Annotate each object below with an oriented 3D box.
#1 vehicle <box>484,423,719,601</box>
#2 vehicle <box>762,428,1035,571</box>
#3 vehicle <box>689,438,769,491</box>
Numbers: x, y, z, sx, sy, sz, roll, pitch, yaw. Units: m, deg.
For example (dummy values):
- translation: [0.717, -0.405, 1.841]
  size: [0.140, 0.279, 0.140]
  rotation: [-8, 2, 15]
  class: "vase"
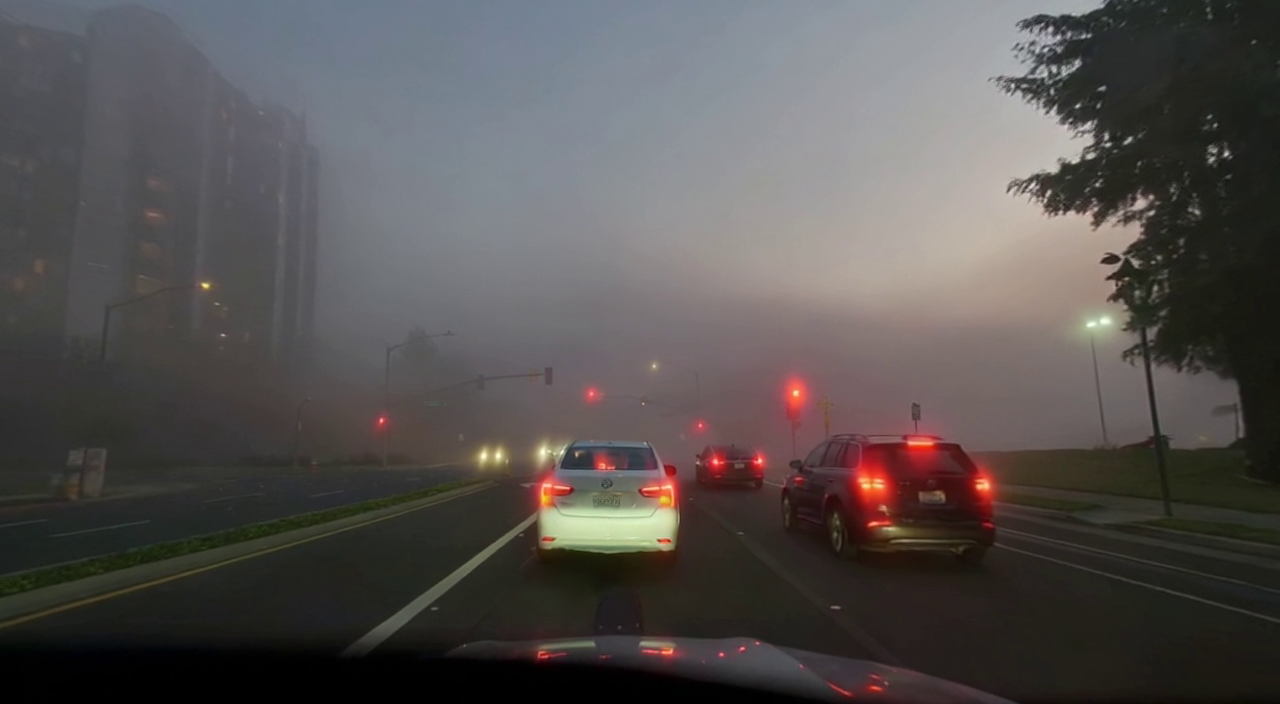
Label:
- translation: [-0.355, 1.637, 7.237]
  size: [2.006, 1.487, 3.535]
  rotation: [0, -9, -1]
  class: "vehicle"
- translation: [3.139, 1.873, 8.829]
  size: [1.910, 1.474, 4.263]
  rotation: [0, -9, -1]
  class: "vehicle"
- translation: [2.864, 3.713, 21.194]
  size: [1.874, 1.556, 4.116]
  rotation: [0, -9, -3]
  class: "vehicle"
